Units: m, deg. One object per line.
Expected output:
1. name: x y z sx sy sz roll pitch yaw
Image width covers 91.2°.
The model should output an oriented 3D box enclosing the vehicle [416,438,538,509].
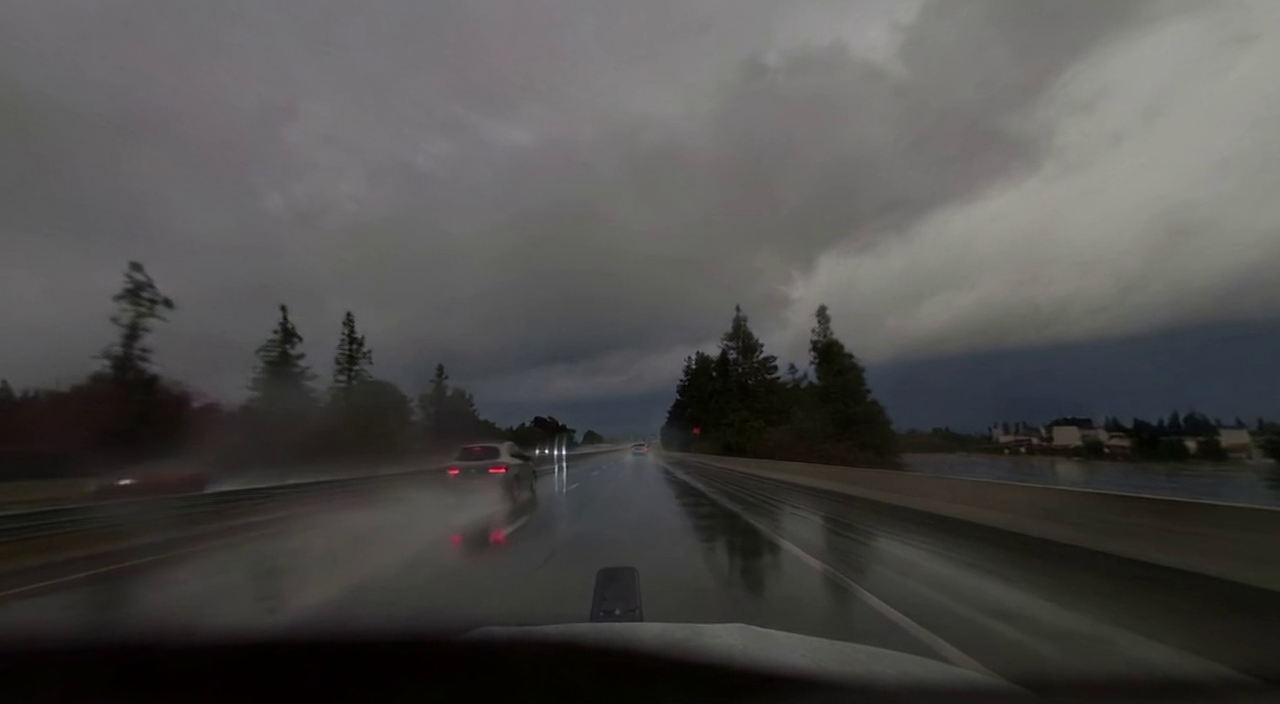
1. vehicle: -4.108 3.139 16.686 1.958 1.587 4.801 0 -9 0
